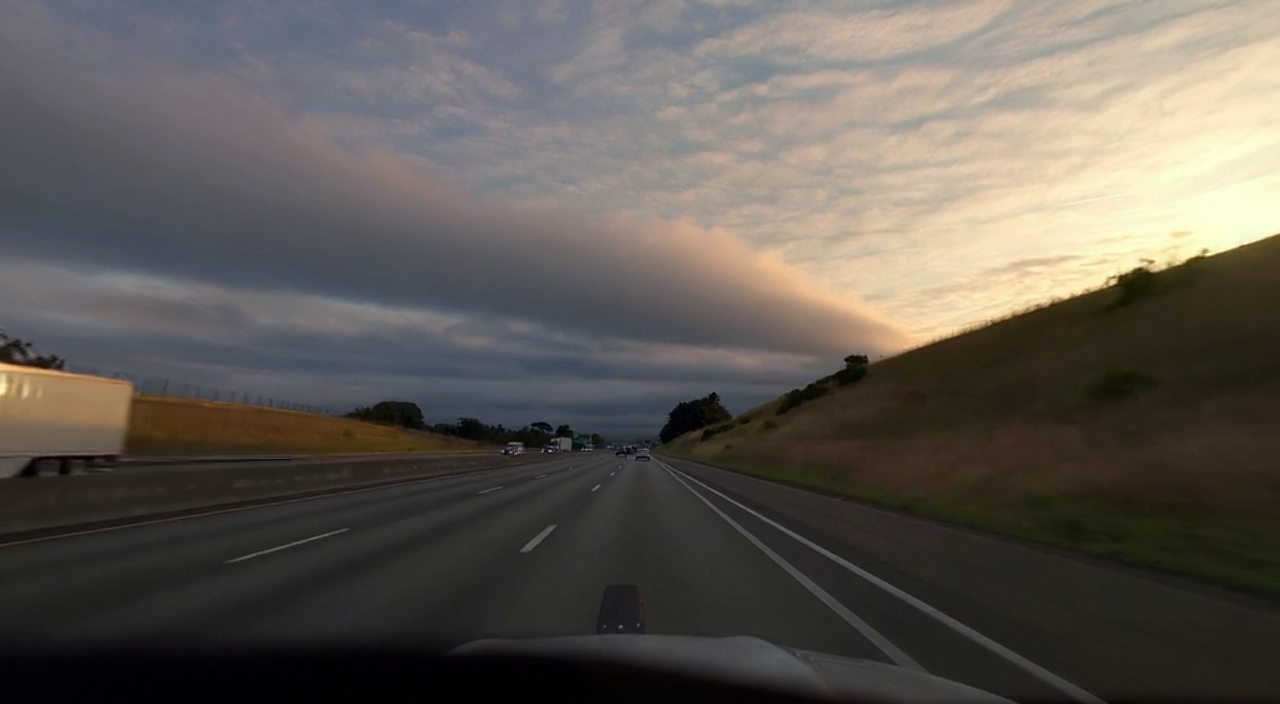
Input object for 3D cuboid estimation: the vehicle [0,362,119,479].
[{"bbox_3d":[-23.304,1.942,18.964,2.904,3.928,14.552,0,-9,0],"label":"vehicle"}]
